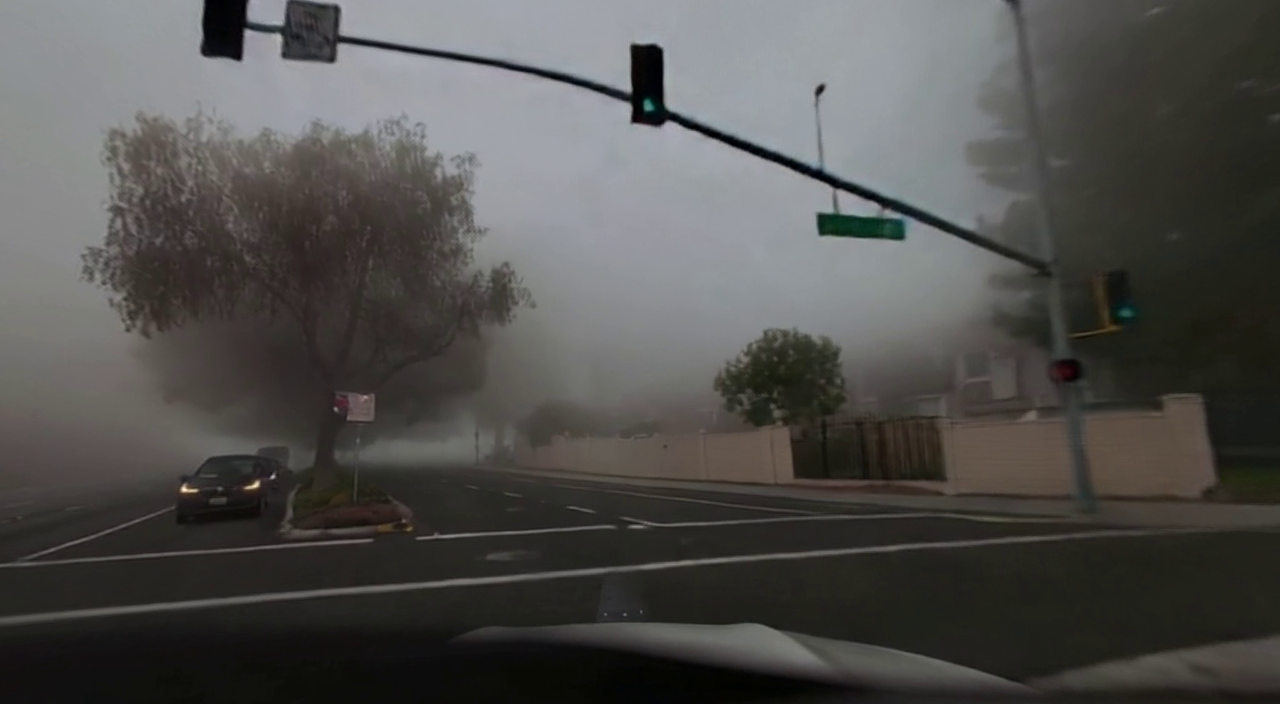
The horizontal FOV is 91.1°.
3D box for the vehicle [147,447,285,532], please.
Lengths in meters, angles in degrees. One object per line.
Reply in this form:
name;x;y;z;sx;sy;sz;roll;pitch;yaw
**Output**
vehicle;-9.192;2.905;14.027;1.912;1.464;4.652;3;-9;-27
